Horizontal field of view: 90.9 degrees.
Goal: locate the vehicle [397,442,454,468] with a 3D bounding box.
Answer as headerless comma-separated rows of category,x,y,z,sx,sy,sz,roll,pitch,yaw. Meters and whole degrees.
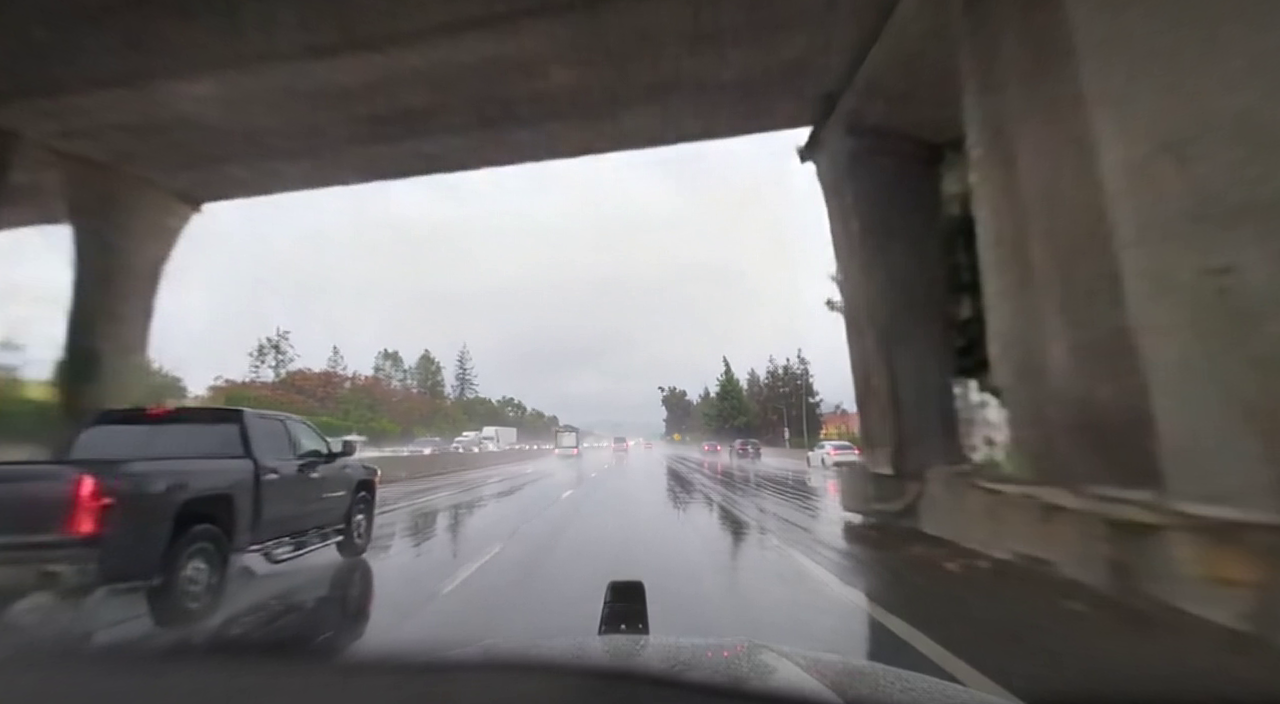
vehicle,-16.513,7.965,48.996,2.339,1.926,5.751,0,-8,1

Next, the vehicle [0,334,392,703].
vehicle,-3.961,1.202,5.052,1.994,1.911,4.819,0,-8,0

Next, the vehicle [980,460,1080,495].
vehicle,29.627,9.541,48.113,5.938,2.070,2.138,-5,-4,10

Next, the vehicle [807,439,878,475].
vehicle,9.859,5.131,31.073,1.971,1.638,4.295,0,-8,-1
